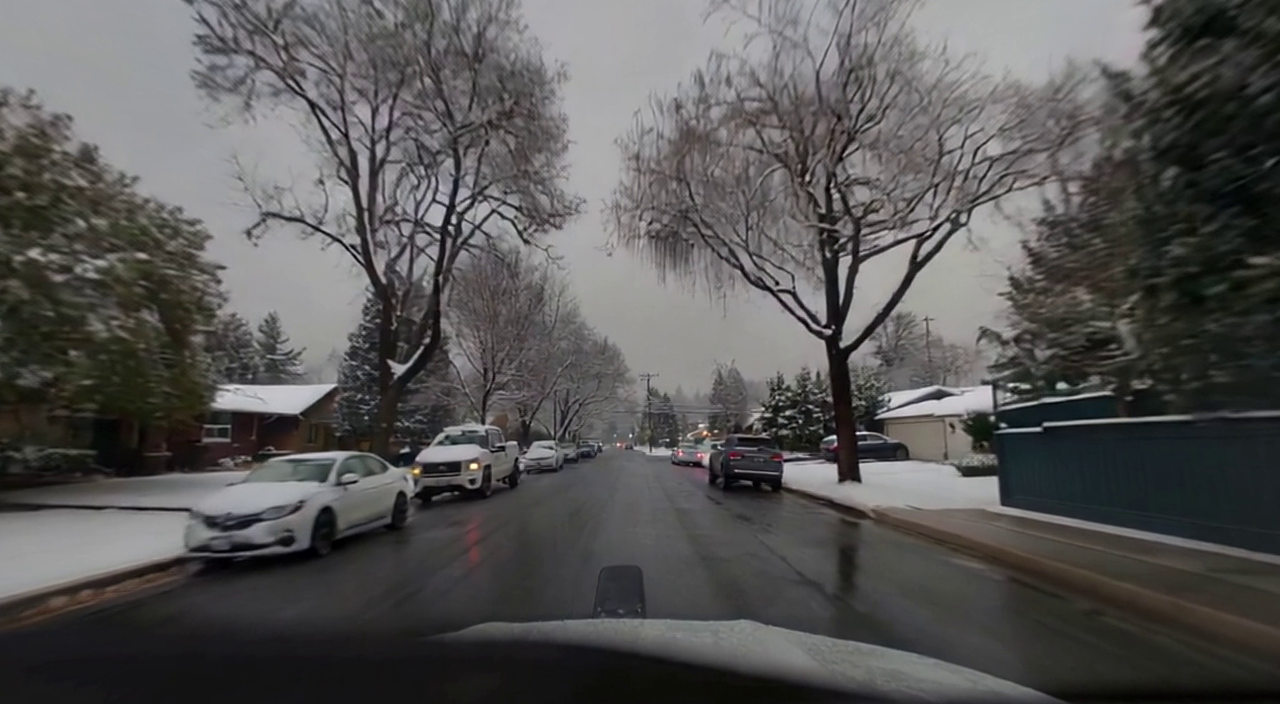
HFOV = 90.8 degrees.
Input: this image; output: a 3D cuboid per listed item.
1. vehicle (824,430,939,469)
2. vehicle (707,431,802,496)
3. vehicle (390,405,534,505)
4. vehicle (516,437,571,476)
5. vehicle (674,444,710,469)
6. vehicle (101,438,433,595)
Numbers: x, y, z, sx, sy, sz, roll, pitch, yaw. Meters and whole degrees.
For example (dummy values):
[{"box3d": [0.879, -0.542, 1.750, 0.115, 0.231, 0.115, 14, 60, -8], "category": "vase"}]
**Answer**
[{"box3d": [12.232, 4.985, 32.237, 5.043, 1.865, 2.026, 1, -9, -1], "category": "vehicle"}, {"box3d": [3.431, 3.448, 19.852, 2.082, 1.790, 4.330, 1, -9, -1], "category": "vehicle"}, {"box3d": [-4.961, 2.977, 18.967, 2.476, 2.434, 6.543, 0, -7, -1], "category": "vehicle"}, {"box3d": [-4.981, 5.431, 33.248, 2.140, 1.815, 4.926, 0, -7, -1], "category": "vehicle"}, {"box3d": [3.348, 6.756, 41.099, 1.945, 1.495, 3.983, 1, -9, -1], "category": "vehicle"}, {"box3d": [-4.505, 1.965, 8.693, 2.031, 1.479, 4.497, -1, -7, -3], "category": "vehicle"}]
